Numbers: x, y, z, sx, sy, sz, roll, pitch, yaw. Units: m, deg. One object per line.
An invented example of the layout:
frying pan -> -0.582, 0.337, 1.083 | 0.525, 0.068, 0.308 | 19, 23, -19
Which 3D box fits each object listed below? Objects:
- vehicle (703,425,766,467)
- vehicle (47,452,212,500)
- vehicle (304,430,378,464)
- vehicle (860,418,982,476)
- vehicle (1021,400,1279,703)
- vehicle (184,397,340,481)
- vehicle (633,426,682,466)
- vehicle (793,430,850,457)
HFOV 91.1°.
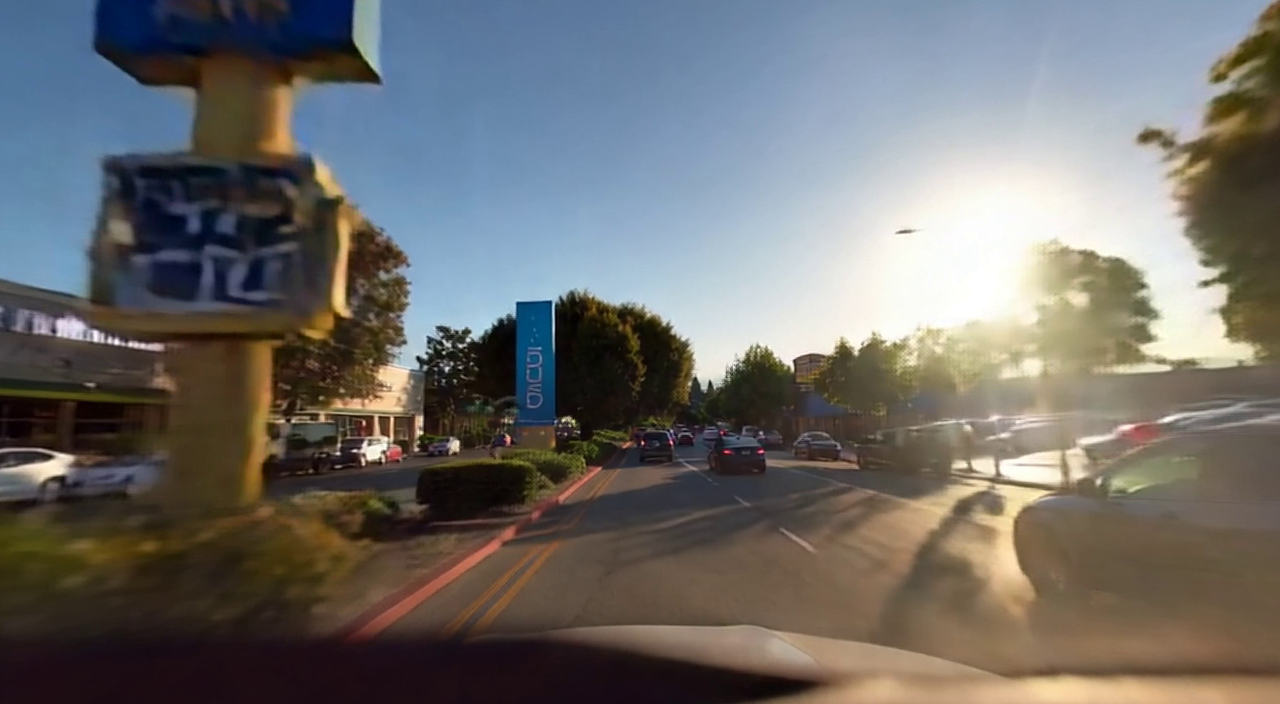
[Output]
vehicle -> 4.078, 4.164, 27.848 | 2.115, 1.692, 4.189 | 0, -8, 0
vehicle -> -18.625, 4.504, 23.325 | 1.883, 1.488, 5.224 | 0, -8, -2
vehicle -> -18.295, 5.880, 38.797 | 1.948, 1.965, 5.421 | 0, -9, -1
vehicle -> 10.725, 3.703, 24.546 | 2.318, 1.974, 5.282 | 0, -8, 0
vehicle -> 3.811, 0.890, 2.399 | 1.908, 1.463, 4.506 | 0, -8, 1
vehicle -> -18.302, 4.350, 31.181 | 2.811, 3.604, 7.566 | -1, -8, 1
vehicle -> 0.804, 4.330, 28.975 | 2.098, 1.682, 3.778 | 0, -8, 1
vehicle -> 11.235, 5.731, 39.235 | 2.110, 1.535, 4.506 | 0, -8, -1
